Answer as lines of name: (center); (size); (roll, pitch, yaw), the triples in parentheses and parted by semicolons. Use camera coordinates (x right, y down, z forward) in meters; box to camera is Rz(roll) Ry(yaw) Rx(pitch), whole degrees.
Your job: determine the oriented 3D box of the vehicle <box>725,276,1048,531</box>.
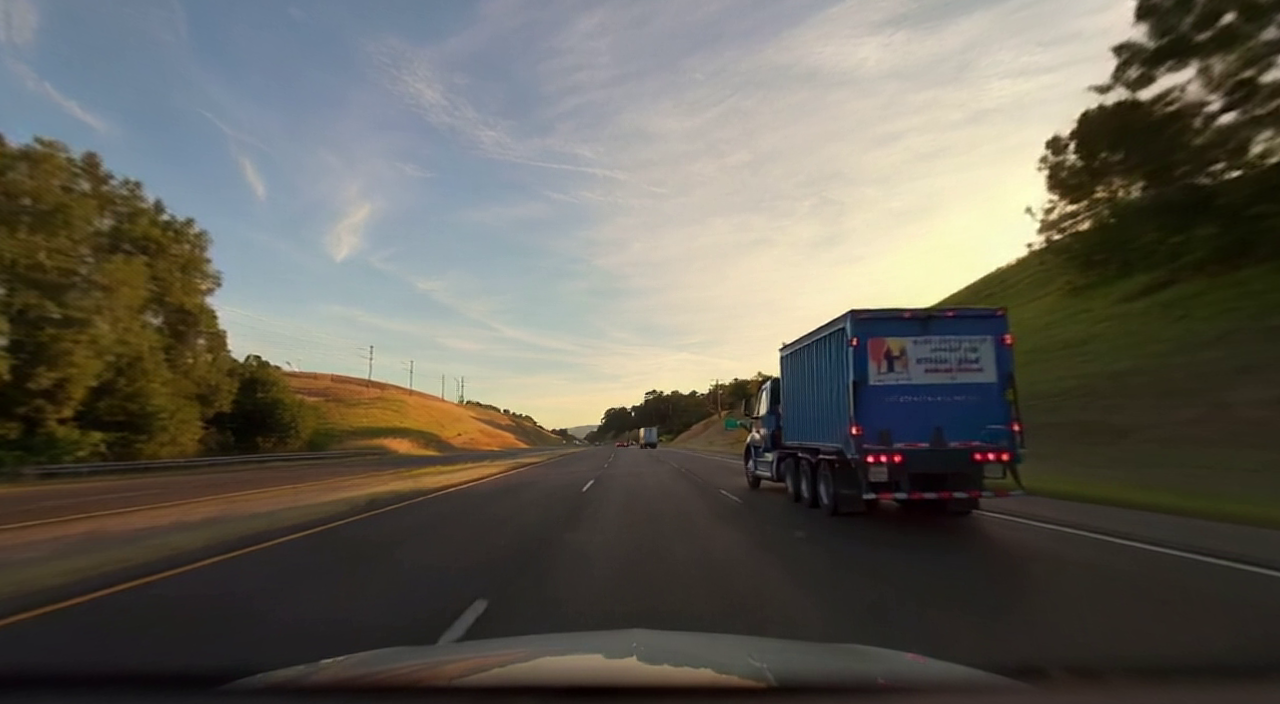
vehicle: (4.134, 1.333, 13.649); (3.037, 3.672, 9.136); (0, -8, -2)
